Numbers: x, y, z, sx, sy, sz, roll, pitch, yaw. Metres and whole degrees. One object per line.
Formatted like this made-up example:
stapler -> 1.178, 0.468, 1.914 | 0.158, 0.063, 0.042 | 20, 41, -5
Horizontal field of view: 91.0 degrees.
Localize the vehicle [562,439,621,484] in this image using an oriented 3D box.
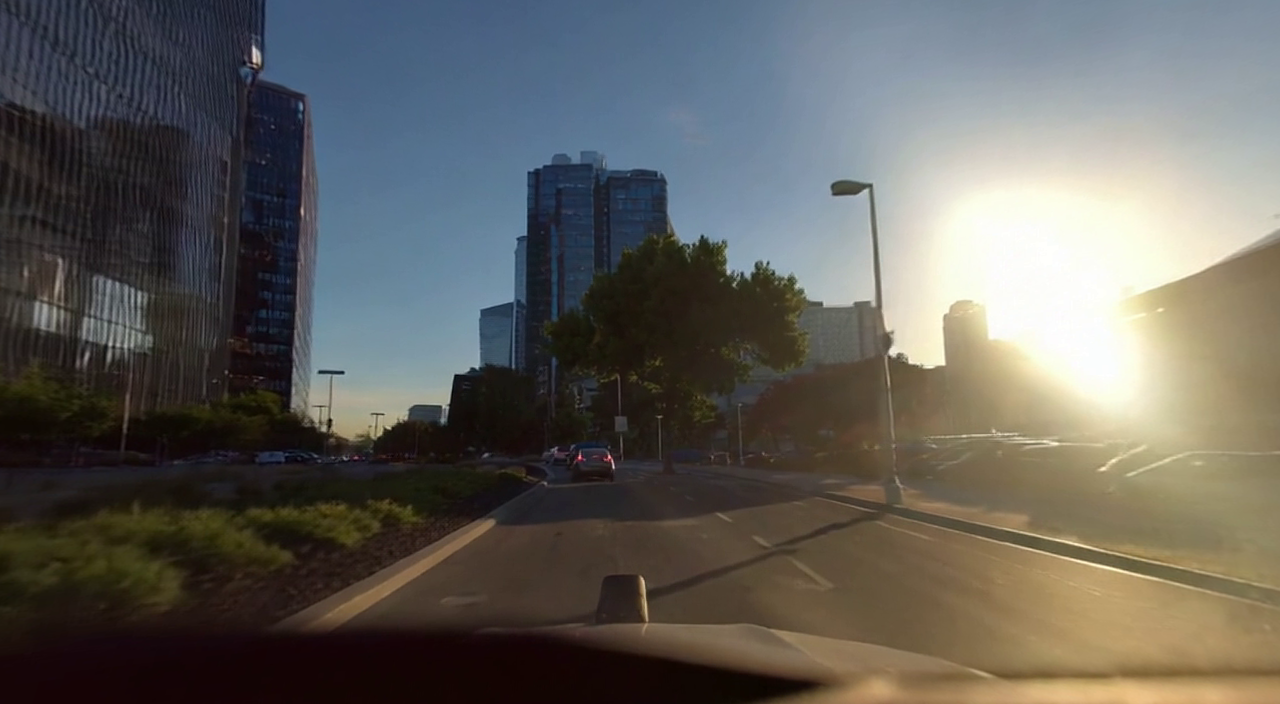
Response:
vehicle -> -1.979, 4.465, 25.934 | 2.183, 1.675, 4.319 | 1, -9, -4
